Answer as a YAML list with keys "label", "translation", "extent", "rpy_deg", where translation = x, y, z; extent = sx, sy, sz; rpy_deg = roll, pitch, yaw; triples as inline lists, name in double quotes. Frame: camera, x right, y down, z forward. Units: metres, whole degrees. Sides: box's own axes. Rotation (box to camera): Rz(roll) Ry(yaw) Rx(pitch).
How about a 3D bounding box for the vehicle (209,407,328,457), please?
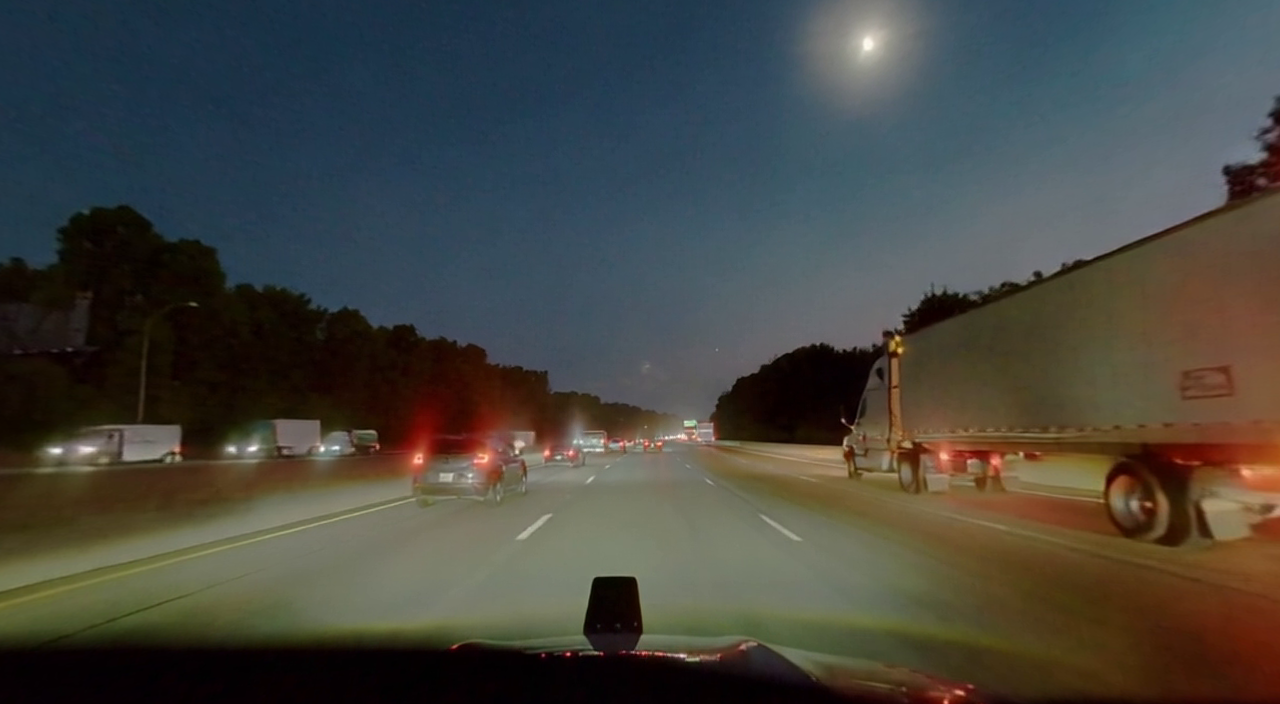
- label: "vehicle"
  translation: [-27.420, 6.036, 47.254]
  extent: [3.004, 3.311, 9.145]
  rpy_deg: [0, -8, 2]

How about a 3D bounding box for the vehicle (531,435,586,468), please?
- label: "vehicle"
  translation: [-3.836, 4.759, 30.311]
  extent: [2.013, 1.460, 4.027]
  rpy_deg: [0, -8, 1]

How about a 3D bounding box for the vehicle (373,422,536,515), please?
- label: "vehicle"
  translation: [-3.633, 2.348, 13.289]
  extent: [2.137, 1.618, 4.209]
  rpy_deg: [0, -8, 0]

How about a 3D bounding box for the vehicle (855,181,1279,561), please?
- label: "vehicle"
  translation: [8.296, 0.972, 12.537]
  extent: [2.866, 4.100, 14.057]
  rpy_deg: [0, -8, -1]

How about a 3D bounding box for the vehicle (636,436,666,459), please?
- label: "vehicle"
  translation: [0.760, 6.633, 44.006]
  extent: [2.004, 1.465, 3.842]
  rpy_deg: [0, -8, 0]

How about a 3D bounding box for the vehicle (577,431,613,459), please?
- label: "vehicle"
  translation: [-3.014, 6.297, 42.796]
  extent: [2.064, 1.826, 4.263]
  rpy_deg: [0, -8, 1]

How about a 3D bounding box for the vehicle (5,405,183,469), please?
- label: "vehicle"
  translation: [-31.945, 5.085, 37.583]
  extent: [2.853, 3.353, 8.451]
  rpy_deg: [0, -8, 1]
